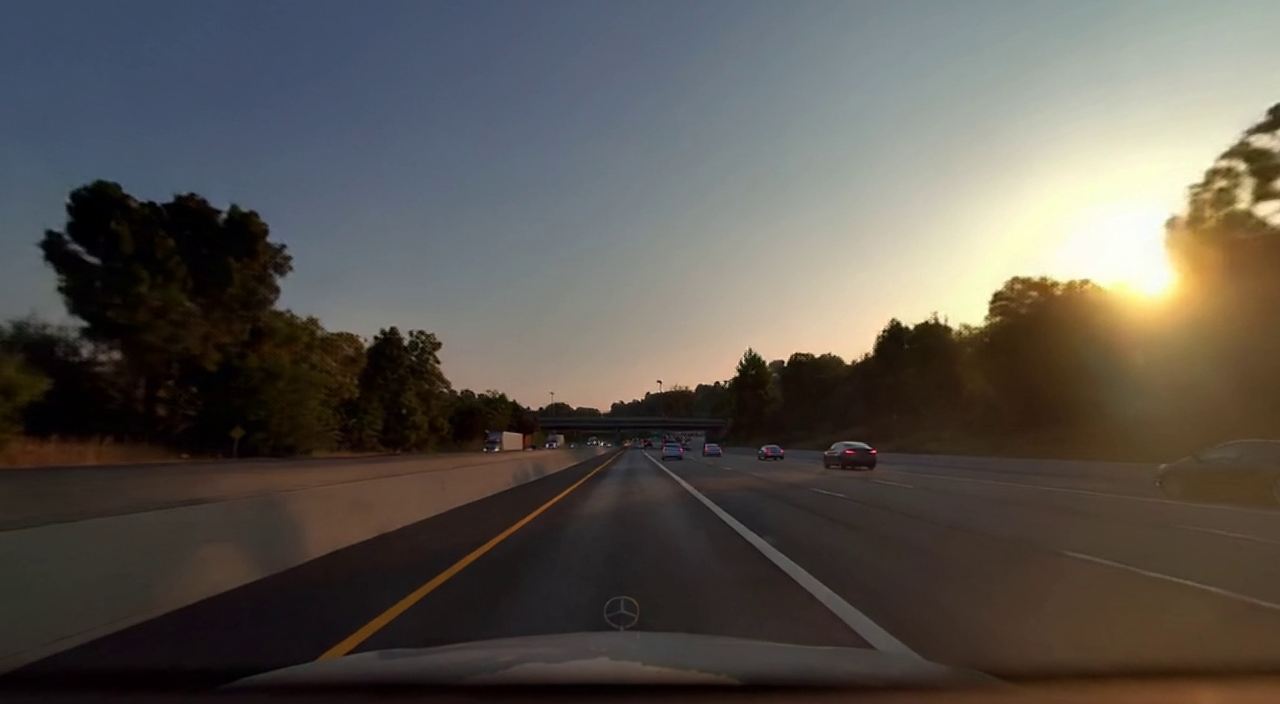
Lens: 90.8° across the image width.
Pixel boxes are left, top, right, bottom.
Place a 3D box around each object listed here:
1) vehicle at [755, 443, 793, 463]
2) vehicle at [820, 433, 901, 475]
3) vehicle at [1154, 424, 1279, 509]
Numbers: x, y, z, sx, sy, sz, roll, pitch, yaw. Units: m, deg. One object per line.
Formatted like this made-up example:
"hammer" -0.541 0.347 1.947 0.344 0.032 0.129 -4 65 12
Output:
"vehicle" 10.393 7.849 49.137 1.931 1.479 4.183 0 -8 -2
"vehicle" 10.205 4.761 29.663 2.098 1.820 4.505 0 -8 -1
"vehicle" 14.045 2.463 13.719 1.957 1.709 4.387 0 -8 -1
